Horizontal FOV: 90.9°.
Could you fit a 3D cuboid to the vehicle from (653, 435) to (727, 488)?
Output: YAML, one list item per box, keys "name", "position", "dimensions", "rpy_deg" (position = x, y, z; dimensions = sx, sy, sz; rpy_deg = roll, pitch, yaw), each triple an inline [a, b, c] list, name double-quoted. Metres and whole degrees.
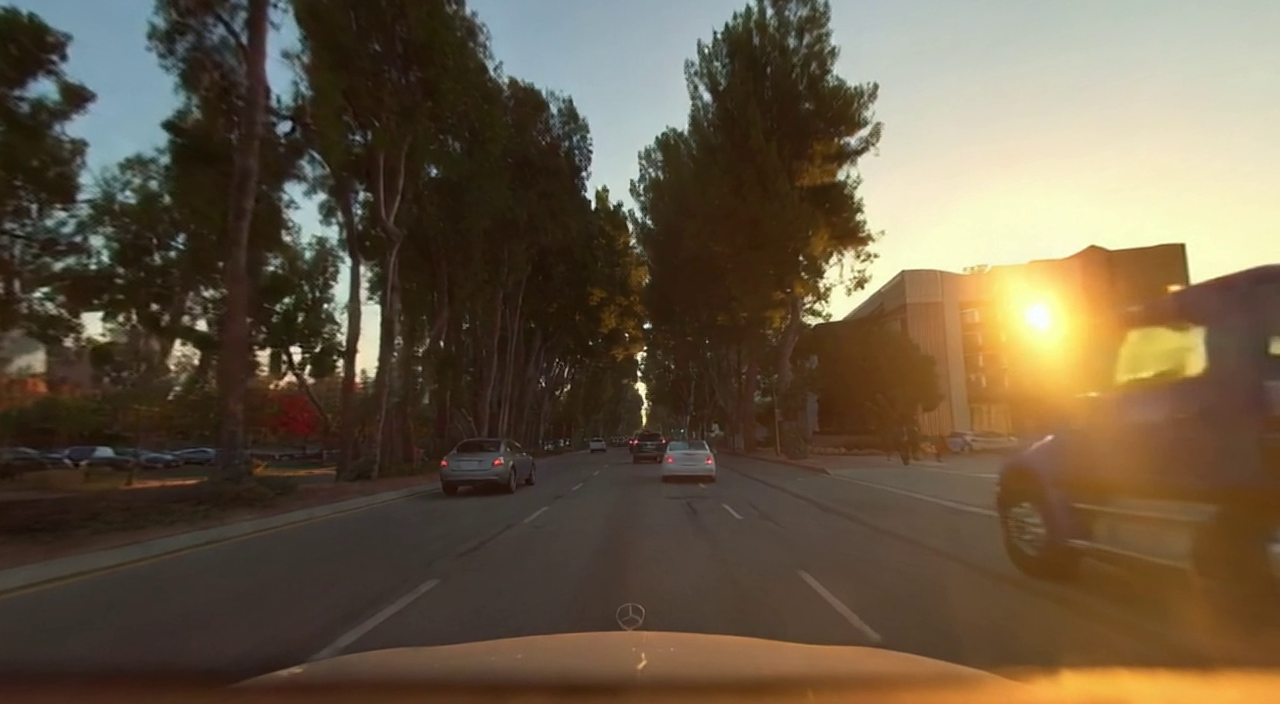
- name: "vehicle"
  position: [1.587, 3.411, 20.008]
  dimensions: [2.086, 1.466, 4.026]
  rpy_deg: [-1, -8, 4]

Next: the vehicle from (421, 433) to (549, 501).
- name: "vehicle"
  position: [-3.802, 2.908, 16.485]
  dimensions: [2.003, 1.507, 4.808]
  rpy_deg: [0, -8, 2]

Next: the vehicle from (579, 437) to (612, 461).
- name: "vehicle"
  position: [-3.218, 7.180, 46.752]
  dimensions: [2.062, 1.641, 4.193]
  rpy_deg: [0, -8, 1]

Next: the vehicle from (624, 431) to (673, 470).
- name: "vehicle"
  position: [0.460, 4.886, 31.515]
  dimensions: [2.289, 1.808, 4.033]
  rpy_deg: [0, -8, 2]

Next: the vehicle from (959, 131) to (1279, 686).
- name: "vehicle"
  position: [5.338, 0.211, 2.858]
  dimensions: [3.089, 3.258, 8.841]
  rpy_deg: [-1, -8, 0]
